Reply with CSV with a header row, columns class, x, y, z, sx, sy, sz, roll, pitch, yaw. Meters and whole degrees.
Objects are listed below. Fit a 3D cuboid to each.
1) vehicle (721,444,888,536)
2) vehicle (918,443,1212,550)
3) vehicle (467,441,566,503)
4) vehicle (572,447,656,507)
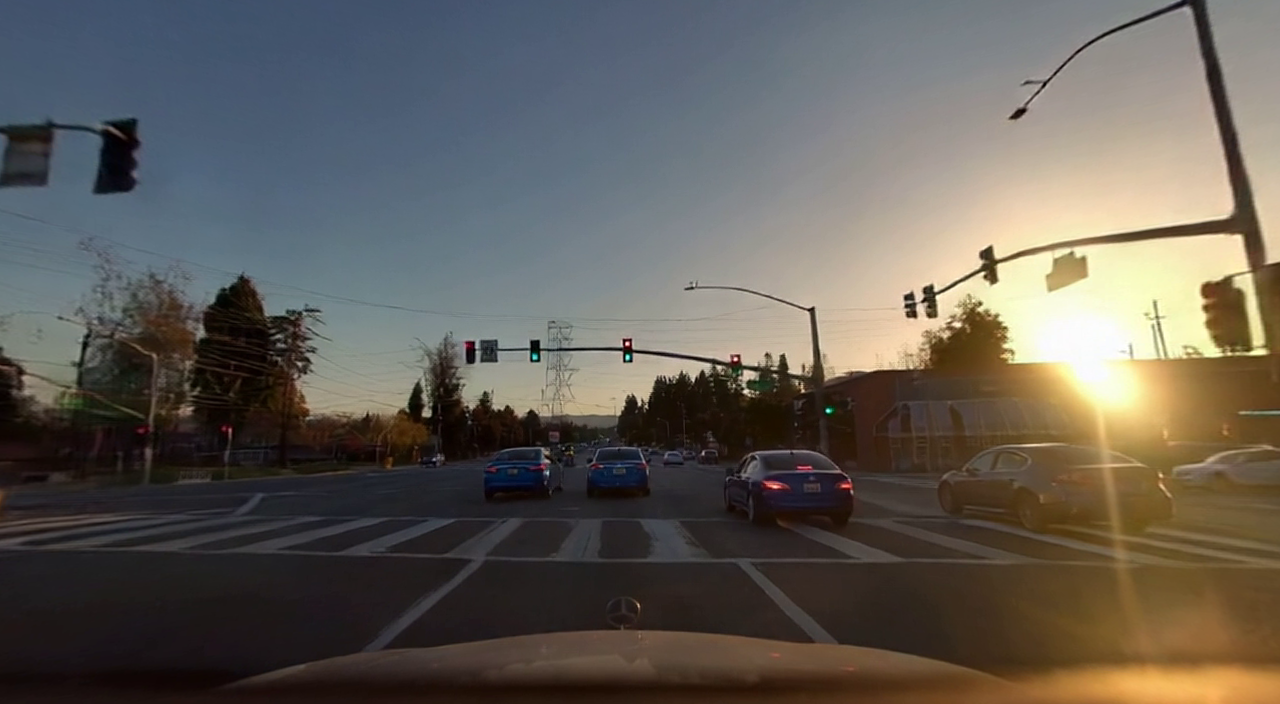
class,x,y,z,sx,sy,sz,roll,pitch,yaw
vehicle,3.015,2.613,12.710,2.053,1.490,4.464,0,-8,-1
vehicle,6.900,2.340,11.044,2.004,1.455,4.417,0,-8,-1
vehicle,-3.528,3.516,18.962,2.073,1.606,4.364,0,-8,0
vehicle,-0.668,3.434,17.854,2.065,1.464,4.216,0,-8,-1
